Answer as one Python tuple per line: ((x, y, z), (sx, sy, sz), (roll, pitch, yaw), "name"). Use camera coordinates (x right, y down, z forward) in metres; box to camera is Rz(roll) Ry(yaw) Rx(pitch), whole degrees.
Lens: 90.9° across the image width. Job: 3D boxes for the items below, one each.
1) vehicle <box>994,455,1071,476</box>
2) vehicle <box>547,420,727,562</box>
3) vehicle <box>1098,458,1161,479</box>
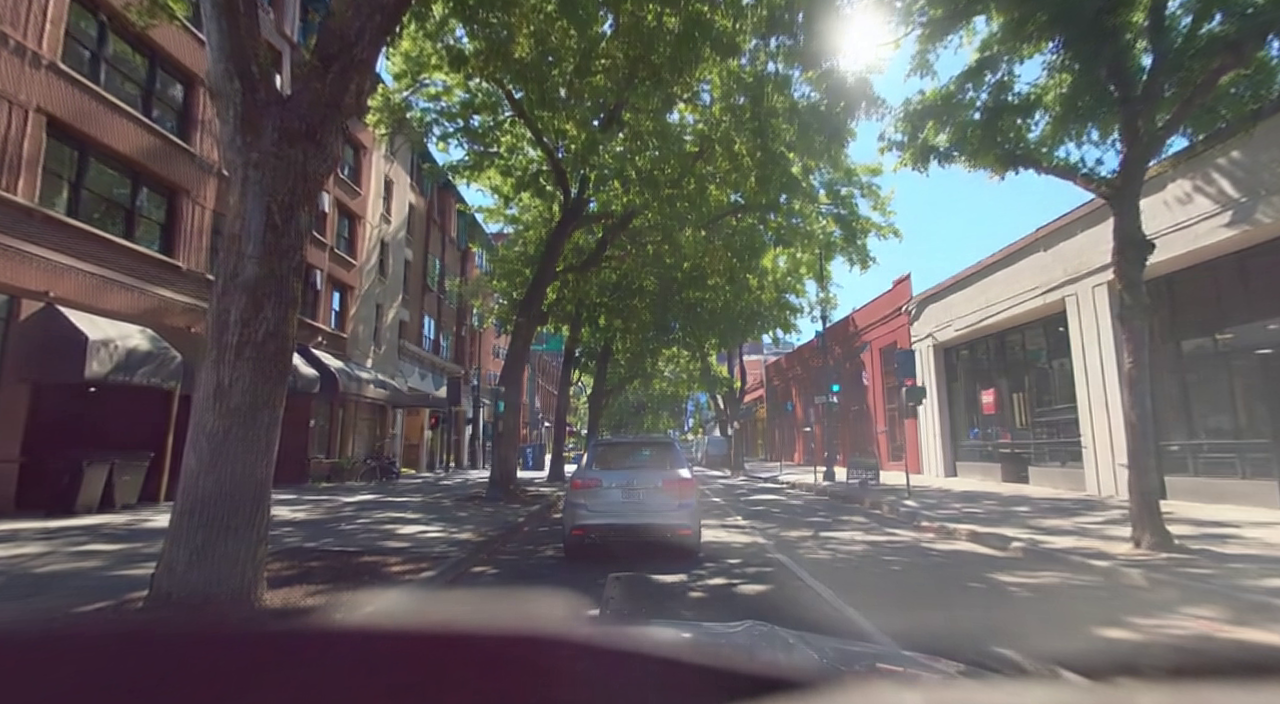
((29.816, 8.599, 47.920), (4.668, 1.441, 1.904), (1, -9, -6), "vehicle")
((-0.080, 1.901, 9.315), (2.079, 1.621, 3.861), (0, -8, -1), "vehicle")
((37.103, 8.819, 47.799), (3.445, 1.363, 1.608), (2, -8, -1), "vehicle")
